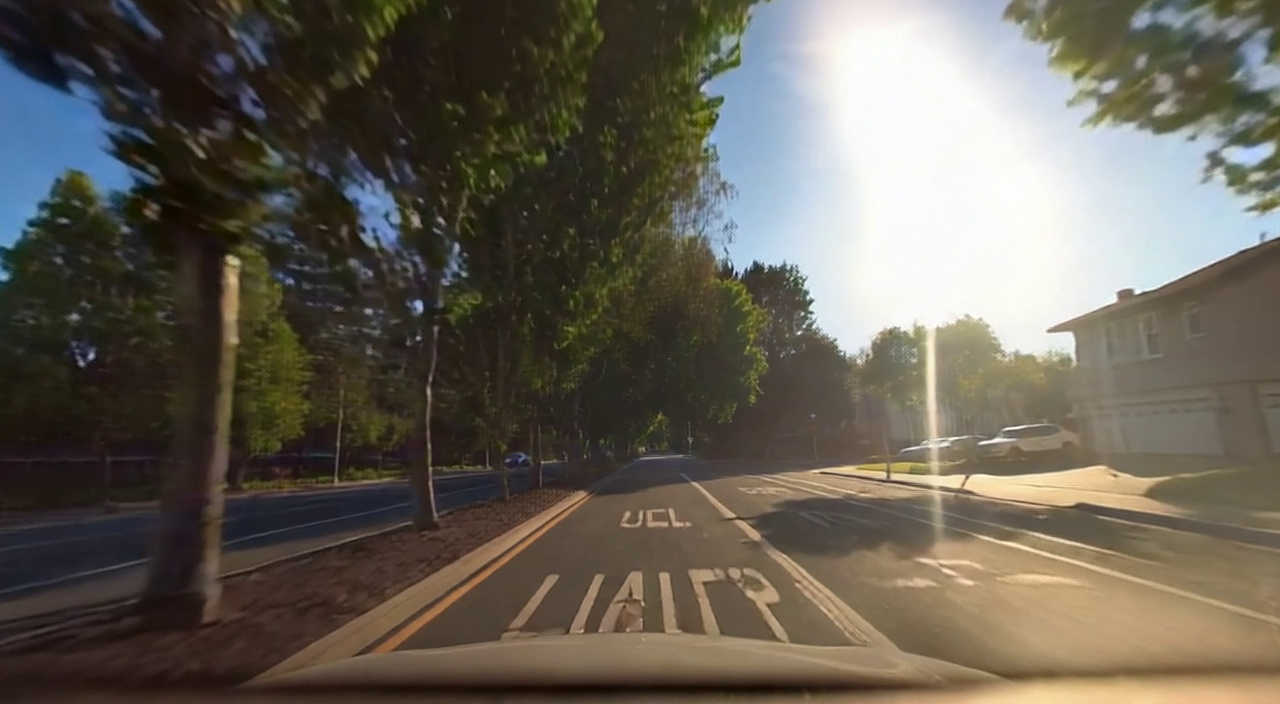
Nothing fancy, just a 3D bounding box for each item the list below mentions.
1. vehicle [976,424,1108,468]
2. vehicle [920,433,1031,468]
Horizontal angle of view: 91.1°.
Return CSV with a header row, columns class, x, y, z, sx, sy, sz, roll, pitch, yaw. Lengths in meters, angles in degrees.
class,x,y,z,sx,sy,sz,roll,pitch,yaw
vehicle,18.385,4.301,28.878,4.611,1.920,2.043,0,-8,-2
vehicle,18.190,5.344,34.139,4.868,1.768,2.030,0,-8,-3
